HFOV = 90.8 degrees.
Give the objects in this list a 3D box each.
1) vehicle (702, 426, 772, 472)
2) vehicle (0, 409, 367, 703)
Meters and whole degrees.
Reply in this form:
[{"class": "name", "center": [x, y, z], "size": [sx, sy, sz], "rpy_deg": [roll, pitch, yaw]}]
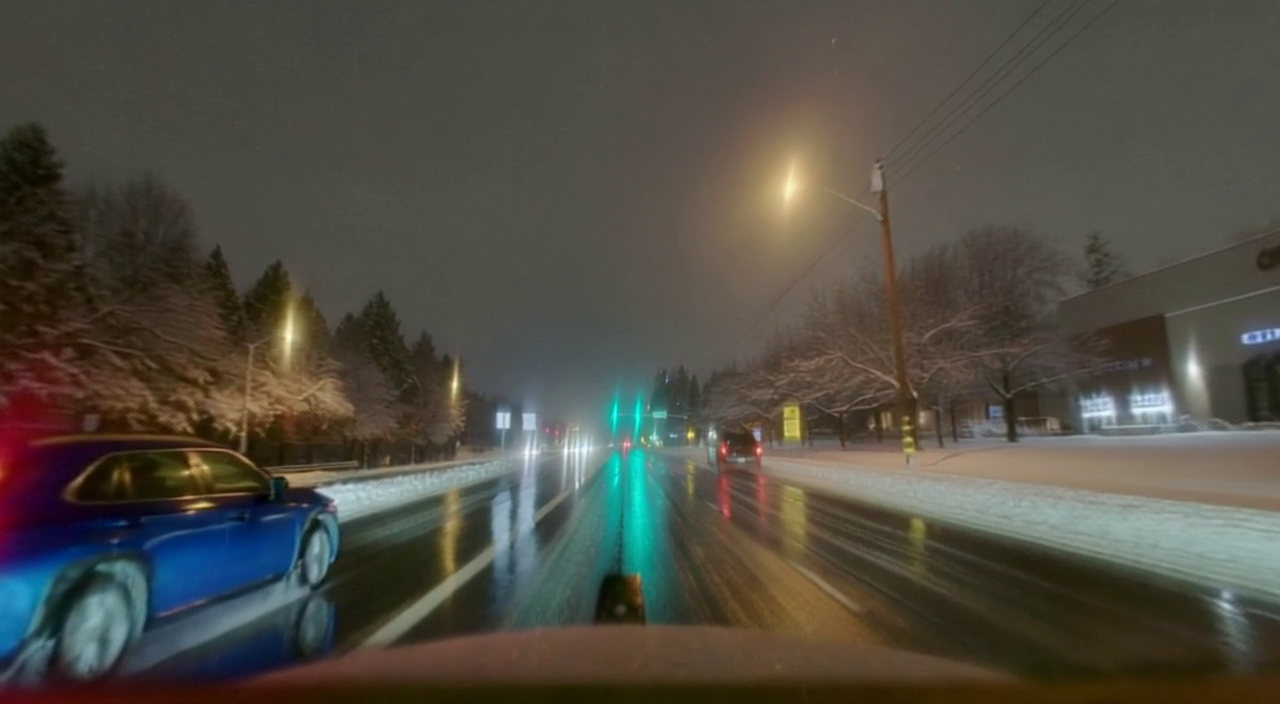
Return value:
[{"class": "vehicle", "center": [4.581, 4.733, 30.928], "size": [2.476, 2.016, 5.586], "rpy_deg": [0, -8, 0]}, {"class": "vehicle", "center": [-3.799, 1.217, 4.271], "size": [2.017, 1.470, 4.293], "rpy_deg": [0, -8, -1]}]
